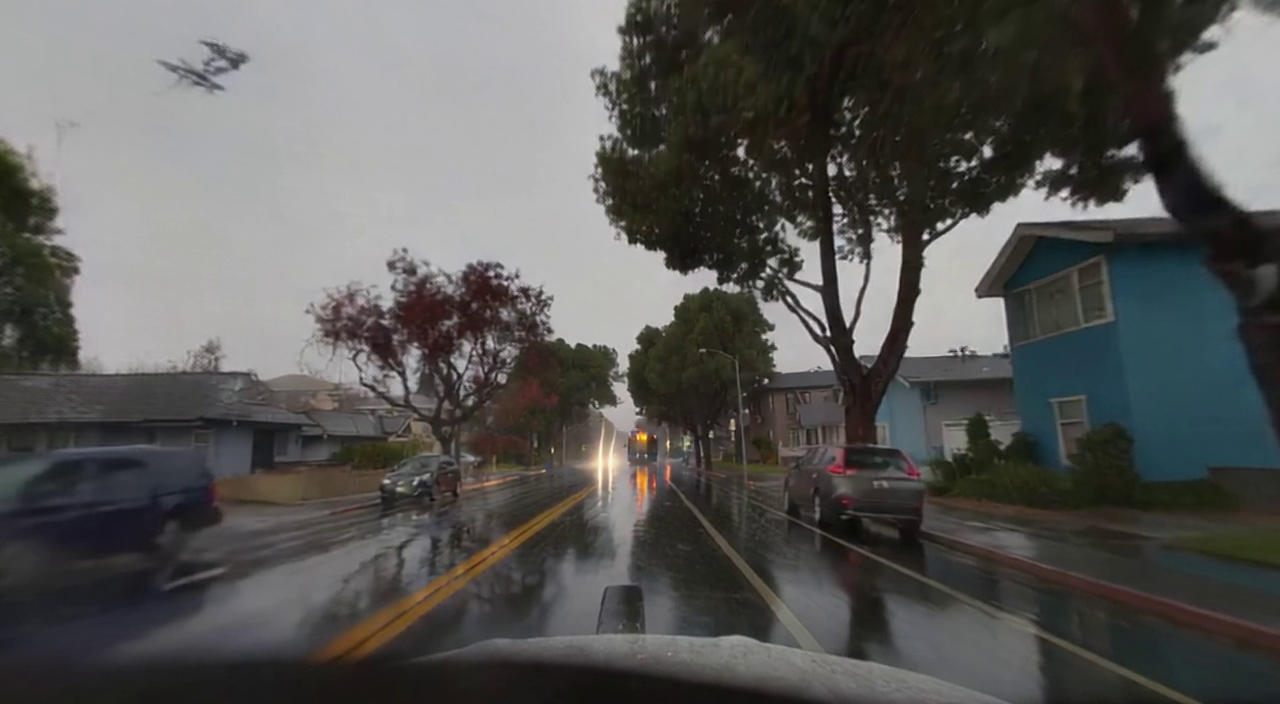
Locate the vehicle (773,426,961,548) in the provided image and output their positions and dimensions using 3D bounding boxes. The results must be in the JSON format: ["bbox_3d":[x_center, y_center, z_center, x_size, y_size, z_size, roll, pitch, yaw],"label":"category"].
[{"bbox_3d":[4.310,2.618,12.949,2.060,1.833,4.927,5,-9,1],"label":"vehicle"}]

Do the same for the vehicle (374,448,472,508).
[{"bbox_3d":[-7.741,4.483,22.997,1.898,1.755,4.603,-5,-9,-1],"label":"vehicle"}]

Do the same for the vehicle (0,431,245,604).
[{"bbox_3d":[-7.964,2.098,8.338,2.094,1.840,5.450,-5,-9,-1],"label":"vehicle"}]
